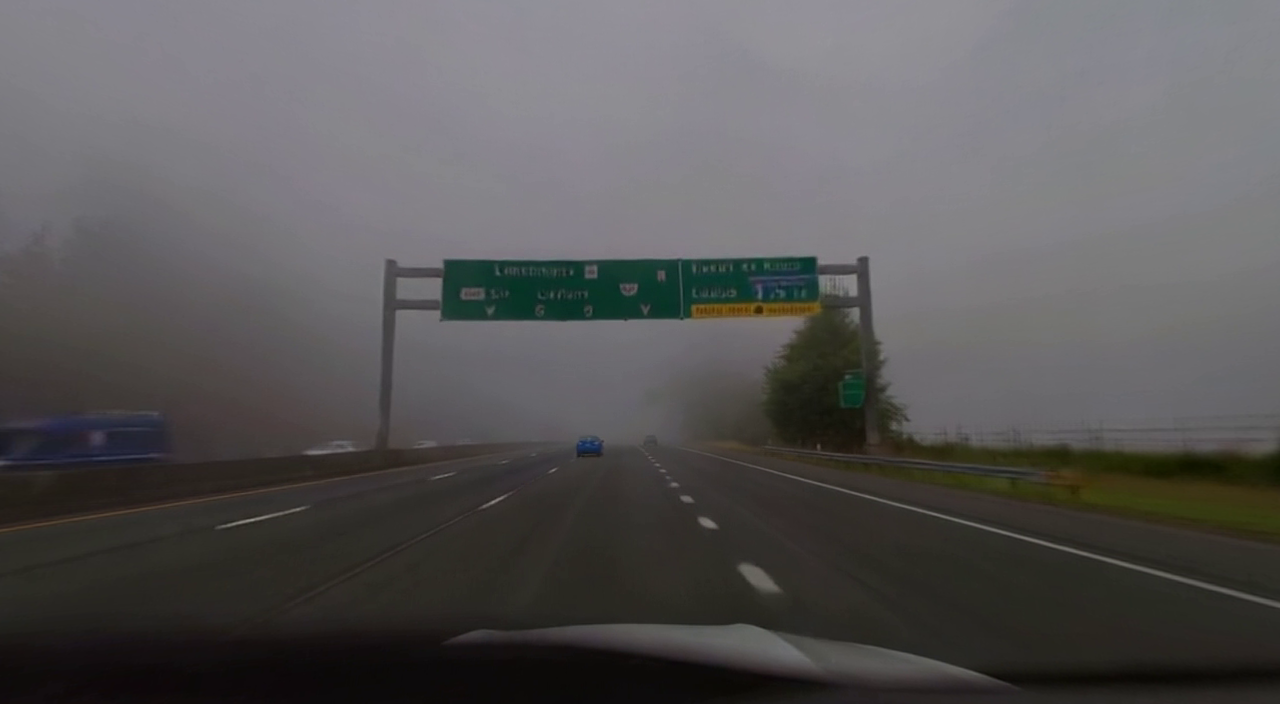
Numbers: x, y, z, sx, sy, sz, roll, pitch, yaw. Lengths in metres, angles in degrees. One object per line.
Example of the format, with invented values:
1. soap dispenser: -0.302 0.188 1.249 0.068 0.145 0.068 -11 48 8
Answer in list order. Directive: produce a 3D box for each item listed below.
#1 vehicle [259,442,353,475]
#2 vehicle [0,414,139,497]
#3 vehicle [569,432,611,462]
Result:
1. vehicle: -16.970 5.427 32.402 2.226 1.464 5.149 0 -7 -3
2. vehicle: -24.290 4.058 25.207 2.494 2.936 7.295 0 -8 -1
3. vehicle: -2.550 4.982 33.205 2.000 1.491 3.913 0 -8 -1
